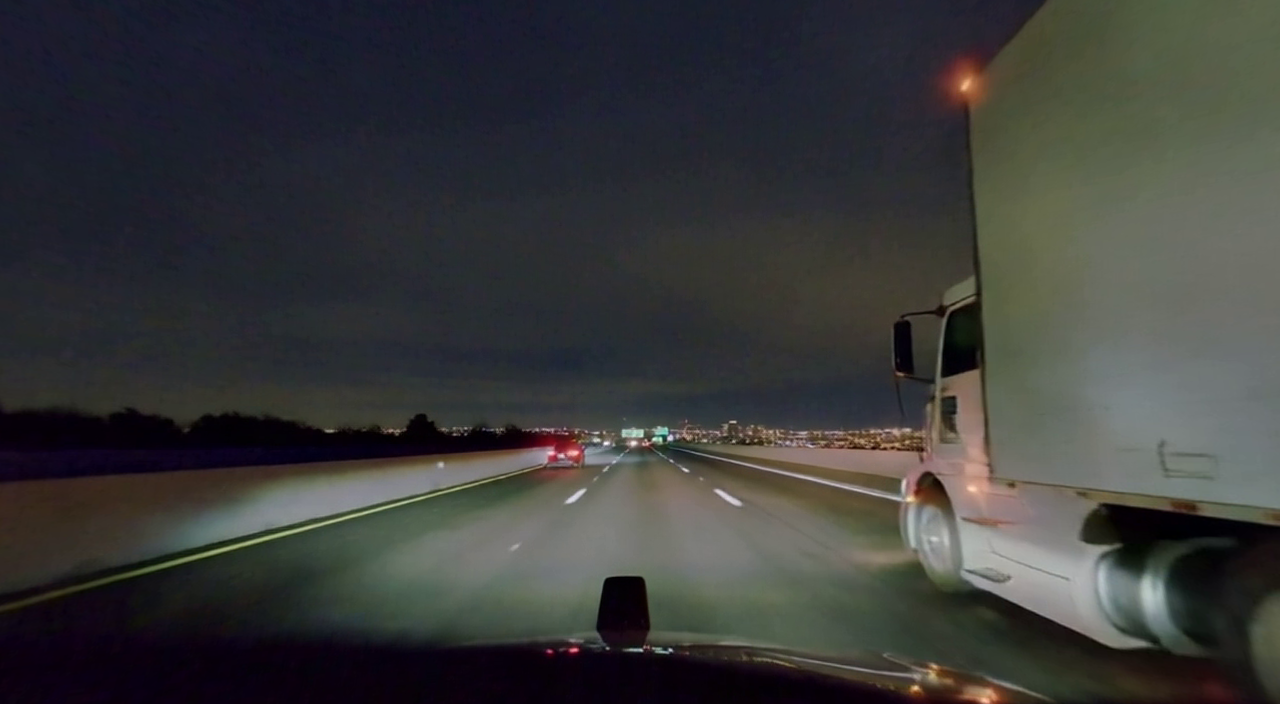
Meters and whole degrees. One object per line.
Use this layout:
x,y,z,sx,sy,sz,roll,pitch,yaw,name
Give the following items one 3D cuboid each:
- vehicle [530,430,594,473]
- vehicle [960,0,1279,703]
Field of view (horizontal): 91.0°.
-3.274,4.316,27.497,2.189,1.707,4.692,0,-8,0,vehicle
3.933,-0.561,1.630,3.037,4.014,6.276,1,-7,2,vehicle
